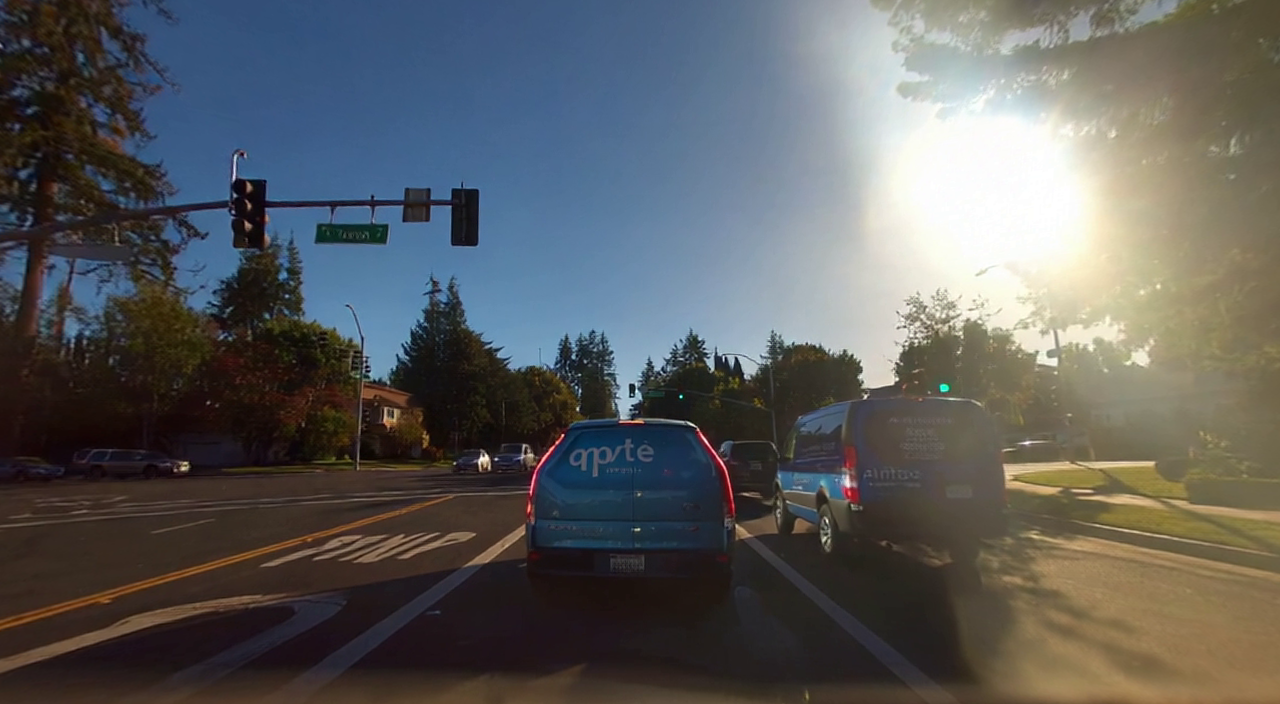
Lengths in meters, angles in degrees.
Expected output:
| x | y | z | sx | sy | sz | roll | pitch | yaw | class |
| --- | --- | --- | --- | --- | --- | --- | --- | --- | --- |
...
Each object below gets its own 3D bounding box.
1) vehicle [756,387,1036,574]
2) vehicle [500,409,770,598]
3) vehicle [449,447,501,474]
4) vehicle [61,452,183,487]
| x | y | z | sx | sy | sz | roll | pitch | yaw | class |
| --- | --- | --- | --- | --- | --- | --- | --- | --- | --- |
| 3.048 | 1.648 | 8.699 | 2.059 | 1.924 | 4.257 | 0 | -9 | 0 | vehicle |
| -0.038 | 1.639 | 7.675 | 2.321 | 1.624 | 4.367 | 0 | -9 | 0 | vehicle |
| -10.015 | 6.587 | 38.407 | 1.881 | 1.515 | 4.262 | 0 | -9 | 2 | vehicle |
| -25.256 | 5.723 | 30.753 | 4.073 | 1.603 | 1.920 | 1 | -9 | -8 | vehicle |
